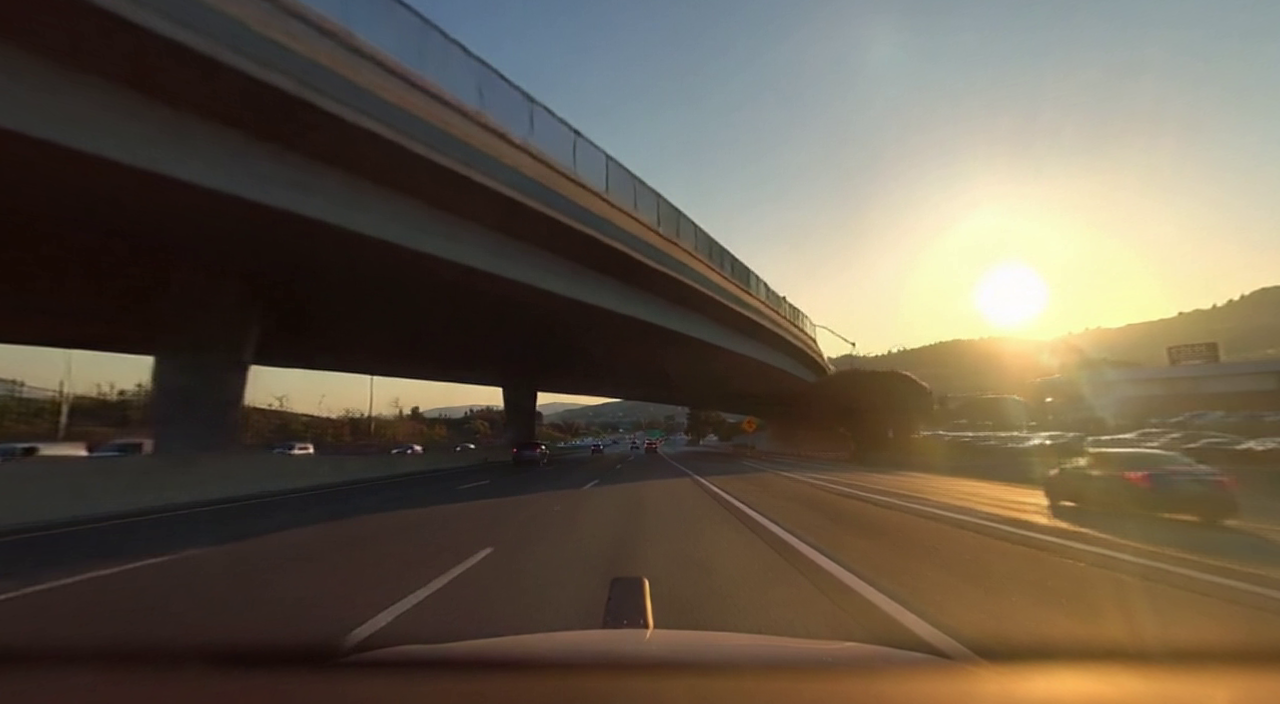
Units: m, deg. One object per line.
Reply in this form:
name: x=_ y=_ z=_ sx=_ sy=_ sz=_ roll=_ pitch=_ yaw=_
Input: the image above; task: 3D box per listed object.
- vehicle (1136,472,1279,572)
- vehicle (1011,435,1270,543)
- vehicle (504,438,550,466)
vehicle: x=18.988 y=4.160 z=13.550 sx=3.122 sy=2.437 sz=15.553 roll=0 pitch=-8 yaw=-5
vehicle: x=18.029 y=4.854 z=23.689 sx=3.007 sy=3.318 sz=7.486 roll=1 pitch=-8 yaw=-5
vehicle: x=-7.149 y=6.360 z=40.307 sx=2.088 sy=1.678 sz=4.426 roll=0 pitch=-8 yaw=1
